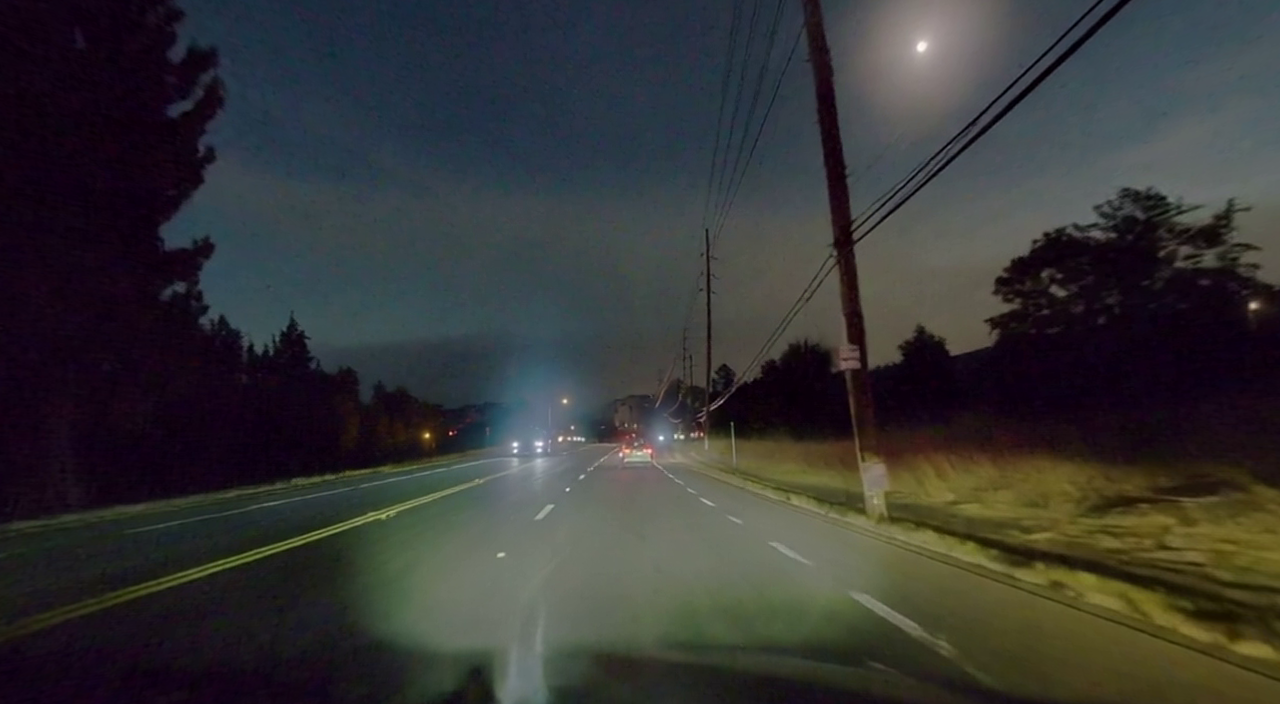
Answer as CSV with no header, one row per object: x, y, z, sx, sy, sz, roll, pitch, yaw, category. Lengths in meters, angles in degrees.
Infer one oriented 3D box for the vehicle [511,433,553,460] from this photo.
-7.308,6.440,43.190,2.101,1.734,4.257,0,-9,0,vehicle

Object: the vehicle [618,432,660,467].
-0.133,5.266,34.230,2.140,1.767,4.720,0,-8,-2,vehicle
